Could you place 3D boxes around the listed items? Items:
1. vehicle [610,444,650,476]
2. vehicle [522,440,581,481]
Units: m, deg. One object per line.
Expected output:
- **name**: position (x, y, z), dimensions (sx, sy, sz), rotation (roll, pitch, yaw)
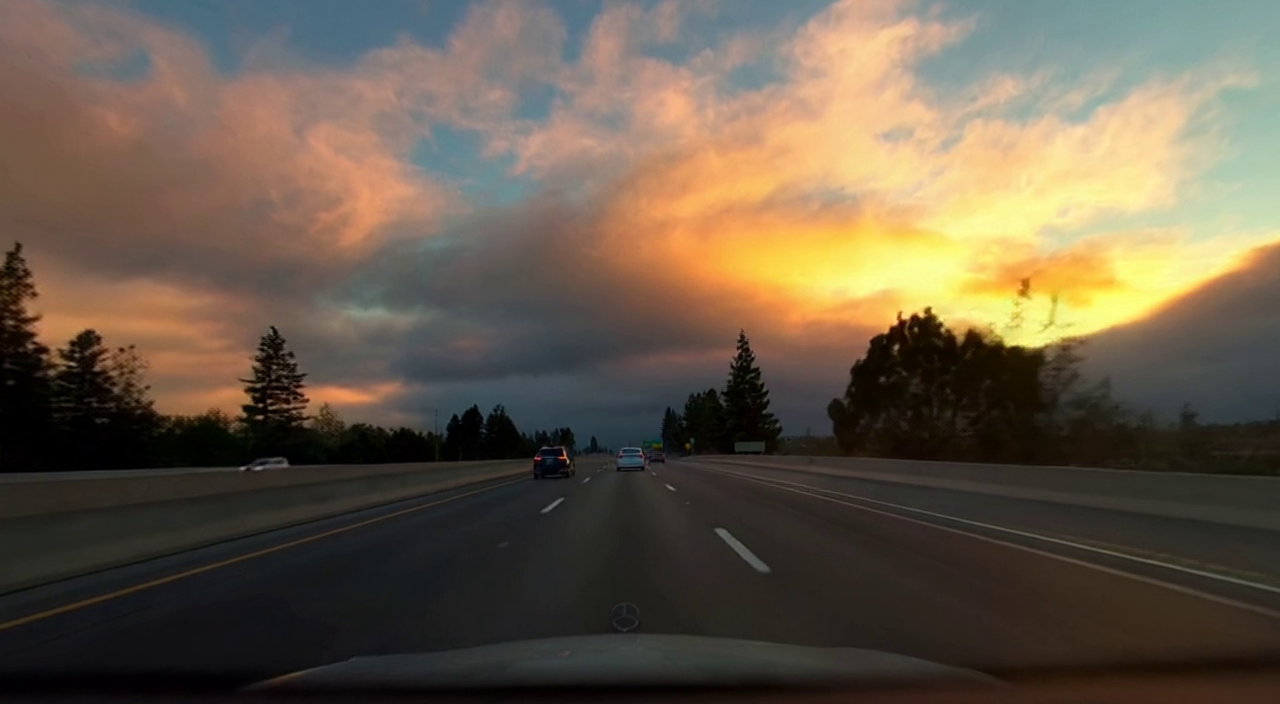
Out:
- **vehicle**: position (-0.543, 6.074, 35.758), dimensions (2.130, 1.684, 3.826), rotation (0, -8, -1)
- **vehicle**: position (-4.056, 5.050, 29.550), dimensions (2.130, 1.741, 4.665), rotation (0, -9, 0)
